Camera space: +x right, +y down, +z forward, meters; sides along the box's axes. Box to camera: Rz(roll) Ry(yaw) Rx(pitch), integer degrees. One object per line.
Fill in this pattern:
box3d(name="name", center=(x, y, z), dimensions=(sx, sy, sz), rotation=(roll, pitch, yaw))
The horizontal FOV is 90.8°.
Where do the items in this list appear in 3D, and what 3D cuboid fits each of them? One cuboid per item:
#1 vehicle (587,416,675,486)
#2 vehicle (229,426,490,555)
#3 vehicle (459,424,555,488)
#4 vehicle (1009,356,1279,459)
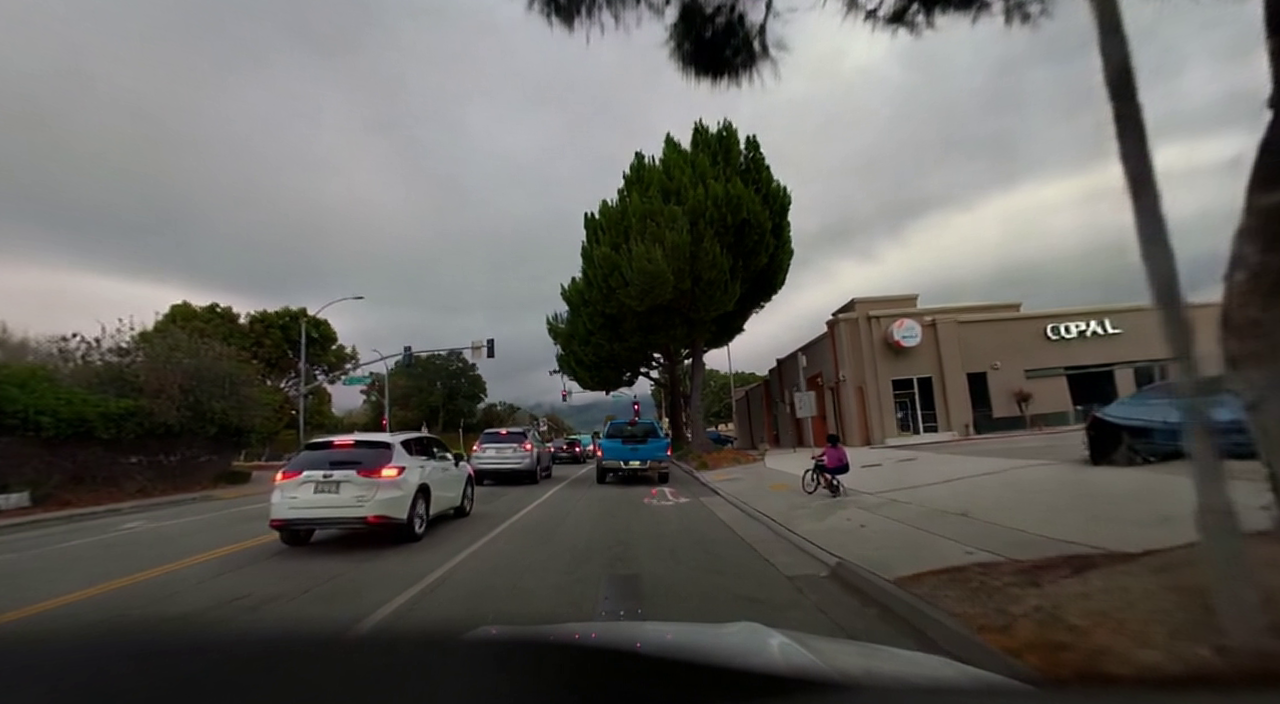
box3d(name="vehicle", center=(-0.310, 3.071, 19.846), dimensions=(2.426, 1.882, 5.027), rotation=(0, -8, -1))
box3d(name="vehicle", center=(-3.766, 1.917, 9.490), dimensions=(2.064, 1.486, 4.140), rotation=(0, -8, -1))
box3d(name="vehicle", center=(-3.935, 3.174, 19.549), dimensions=(2.046, 1.750, 4.452), rotation=(0, -8, -1))
box3d(name="vehicle", center=(8.529, 0.933, 10.022), dimensions=(4.159, 1.416, 2.049), rotation=(1, -8, -9))
